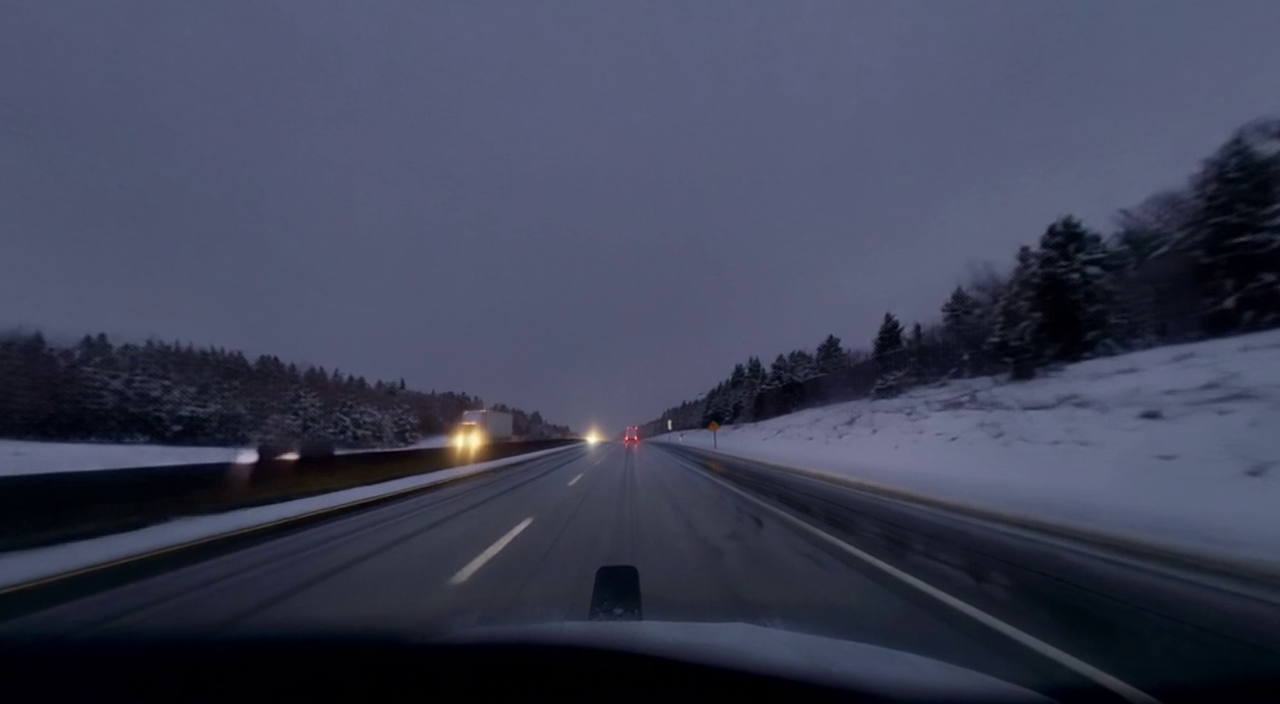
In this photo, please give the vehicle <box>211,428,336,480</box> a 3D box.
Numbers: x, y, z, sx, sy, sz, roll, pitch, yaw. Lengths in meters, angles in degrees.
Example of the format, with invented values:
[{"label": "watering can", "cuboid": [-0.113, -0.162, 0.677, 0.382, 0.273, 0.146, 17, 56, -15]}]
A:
[{"label": "vehicle", "cuboid": [-12.607, 3.506, 21.991, 1.916, 1.646, 4.122, 0, -8, -1]}]
